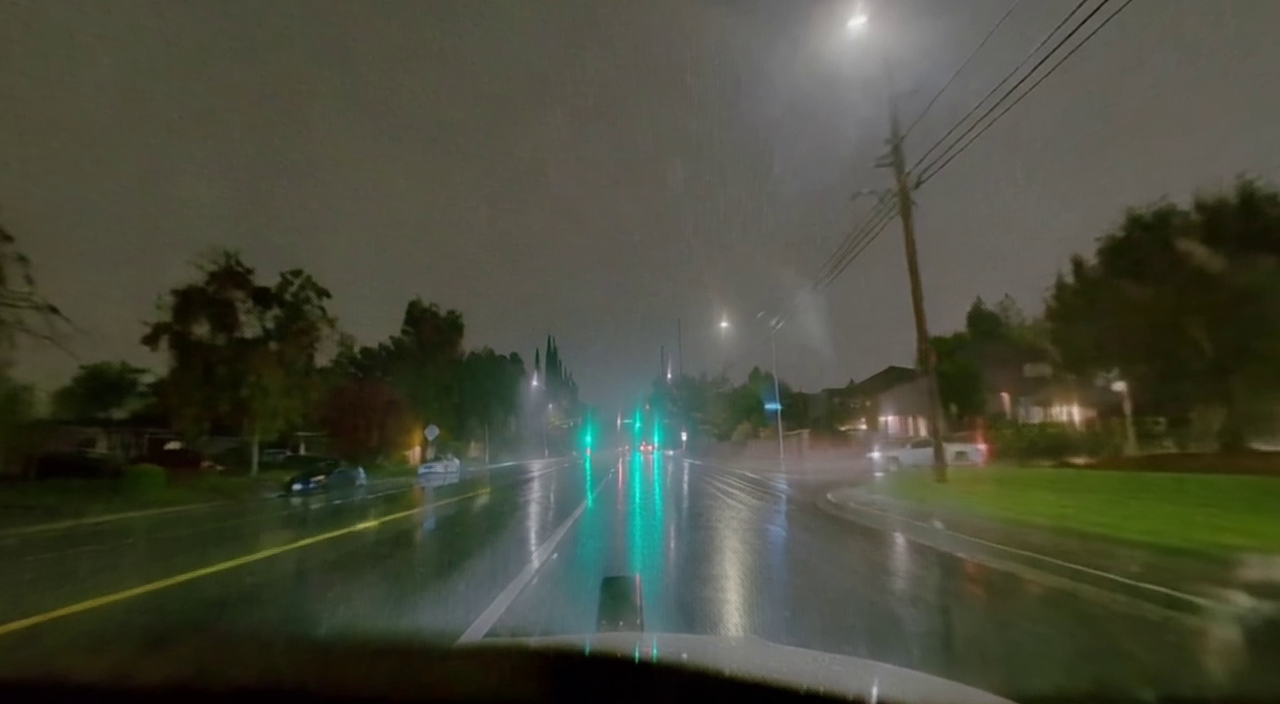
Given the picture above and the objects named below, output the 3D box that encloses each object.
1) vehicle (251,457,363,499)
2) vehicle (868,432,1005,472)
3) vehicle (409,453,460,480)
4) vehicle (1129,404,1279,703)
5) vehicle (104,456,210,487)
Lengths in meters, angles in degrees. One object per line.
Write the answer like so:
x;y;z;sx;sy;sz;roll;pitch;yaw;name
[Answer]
-13.679;5.175;26.311;1.901;1.481;4.636;-1;-8;4;vehicle
11.861;4.001;25.410;4.644;1.471;1.843;1;-8;-9;vehicle
-13.766;7.655;42.528;1.941;1.501;4.432;-3;-7;0;vehicle
3.518;0.712;0.695;2.093;1.524;4.835;0;-8;0;vehicle
-24.248;6.029;31.782;3.894;1.459;1.638;0;-11;0;vehicle
